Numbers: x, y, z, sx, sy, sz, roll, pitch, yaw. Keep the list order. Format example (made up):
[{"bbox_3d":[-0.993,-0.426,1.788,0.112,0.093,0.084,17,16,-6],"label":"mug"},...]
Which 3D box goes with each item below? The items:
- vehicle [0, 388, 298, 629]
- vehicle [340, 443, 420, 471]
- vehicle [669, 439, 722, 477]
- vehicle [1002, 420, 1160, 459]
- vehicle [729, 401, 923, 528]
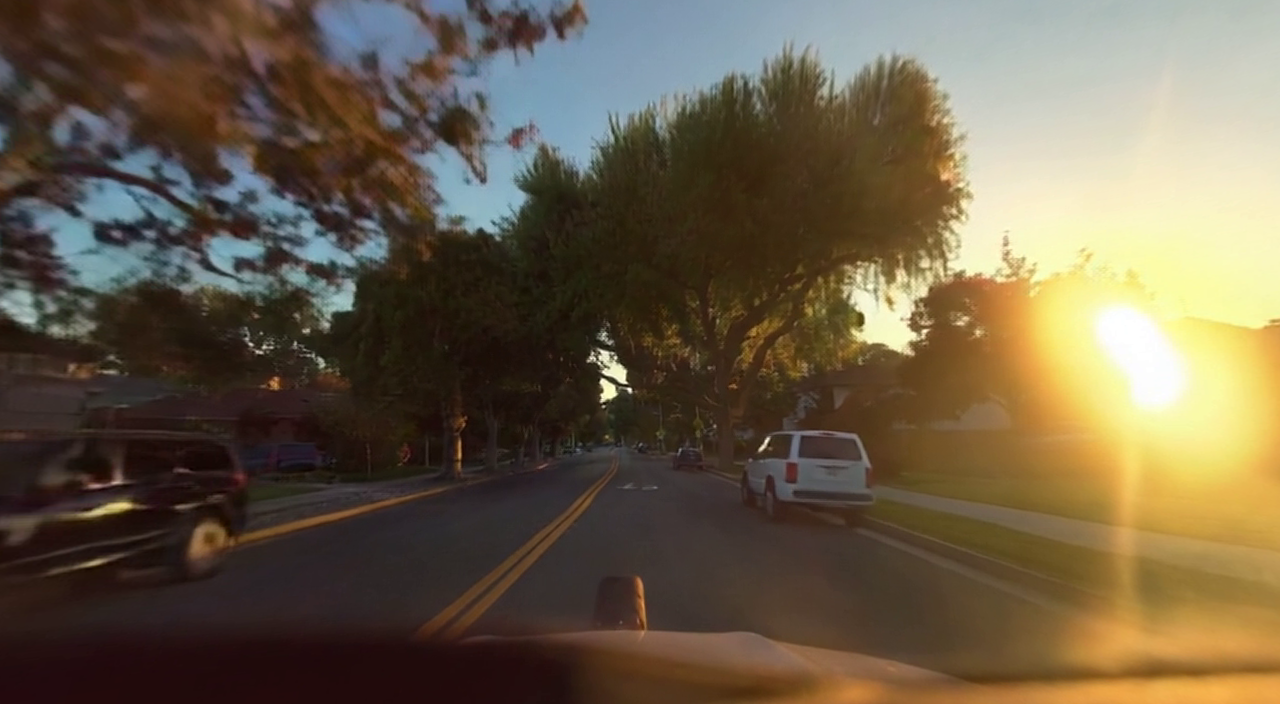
[{"bbox_3d":[-5.885,1.401,6.003,2.102,1.801,5.574,-1,-9,1],"label":"vehicle"},{"bbox_3d":[-16.959,6.826,41.349,4.331,1.738,2.067,0,-8,0],"label":"vehicle"},{"bbox_3d":[2.539,5.023,30.201,1.988,1.618,4.567,-1,-8,-2],"label":"vehicle"},{"bbox_3d":[16.892,3.384,24.401,4.560,1.350,1.882,-2,-7,4],"label":"vehicle"},{"bbox_3d":[2.878,1.870,10.975,2.007,1.702,4.430,-1,-8,0],"label":"vehicle"}]
